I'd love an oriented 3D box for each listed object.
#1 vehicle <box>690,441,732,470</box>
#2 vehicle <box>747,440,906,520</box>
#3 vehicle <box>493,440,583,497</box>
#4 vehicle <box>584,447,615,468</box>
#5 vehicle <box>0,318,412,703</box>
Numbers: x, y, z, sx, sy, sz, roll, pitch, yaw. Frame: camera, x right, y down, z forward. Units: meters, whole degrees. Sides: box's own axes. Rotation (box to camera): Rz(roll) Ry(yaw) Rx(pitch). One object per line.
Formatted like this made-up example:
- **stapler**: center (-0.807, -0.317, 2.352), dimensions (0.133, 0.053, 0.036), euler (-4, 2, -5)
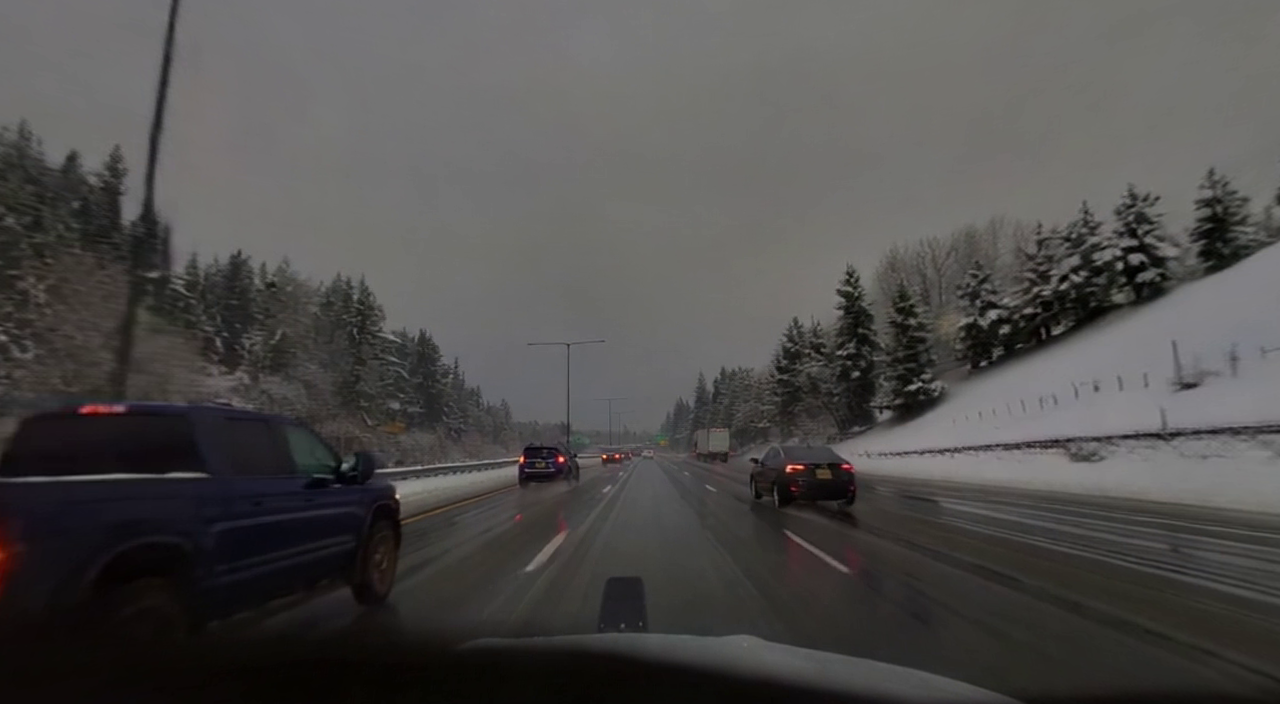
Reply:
- **vehicle**: center (4.483, 6.626, 40.632), dimensions (2.144, 1.752, 4.765), euler (0, -8, 0)
- **vehicle**: center (3.906, 2.756, 14.282), dimensions (2.040, 1.461, 4.822), euler (0, -8, -1)
- **vehicle**: center (-3.140, 3.713, 20.597), dimensions (1.974, 1.589, 5.047), euler (-1, -8, 2)
- **vehicle**: center (-3.072, 8.072, 48.673), dimensions (2.099, 1.494, 4.504), euler (-1, -8, 1)
- **vehicle**: center (-3.324, 0.997, 3.729), dimensions (2.139, 1.764, 4.707), euler (-1, -8, 1)
